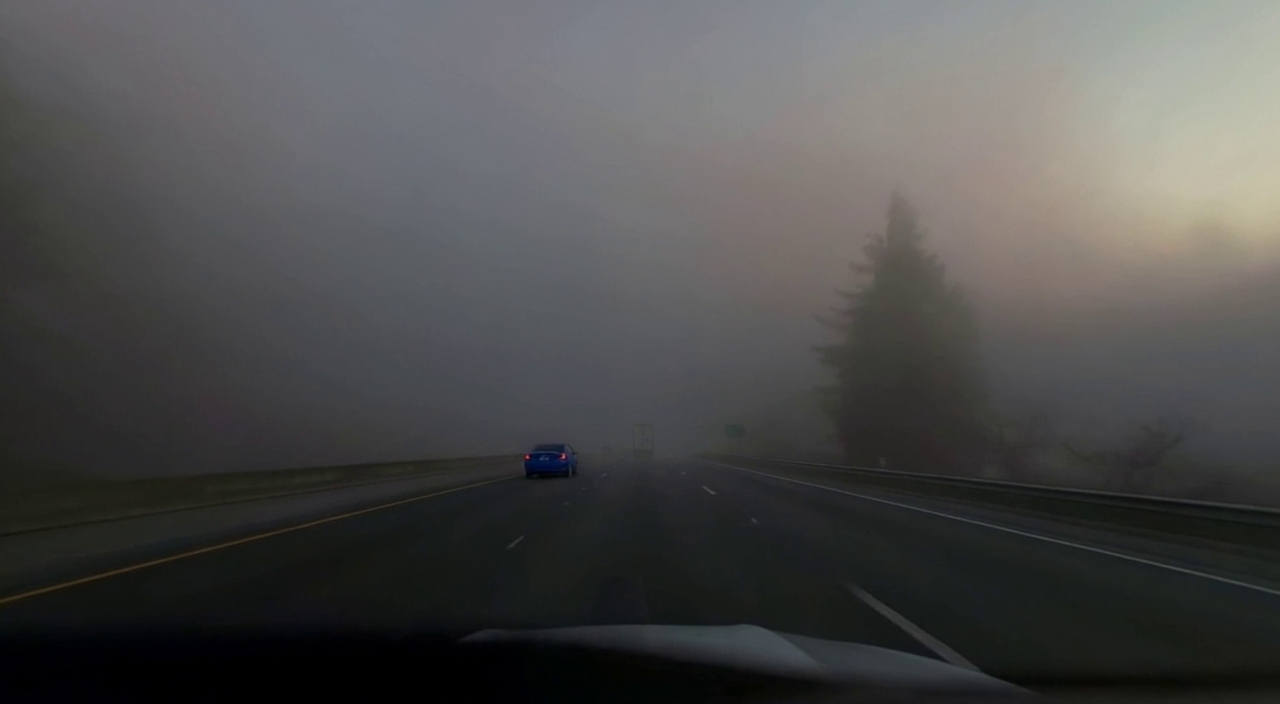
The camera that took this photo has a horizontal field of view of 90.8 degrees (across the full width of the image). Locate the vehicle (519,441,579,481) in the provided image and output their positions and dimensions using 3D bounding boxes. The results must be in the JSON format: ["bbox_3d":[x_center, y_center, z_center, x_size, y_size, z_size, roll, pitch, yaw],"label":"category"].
[{"bbox_3d":[-3.820,4.658,27.099,2.018,1.548,3.849,0,-9,0],"label":"vehicle"}]
